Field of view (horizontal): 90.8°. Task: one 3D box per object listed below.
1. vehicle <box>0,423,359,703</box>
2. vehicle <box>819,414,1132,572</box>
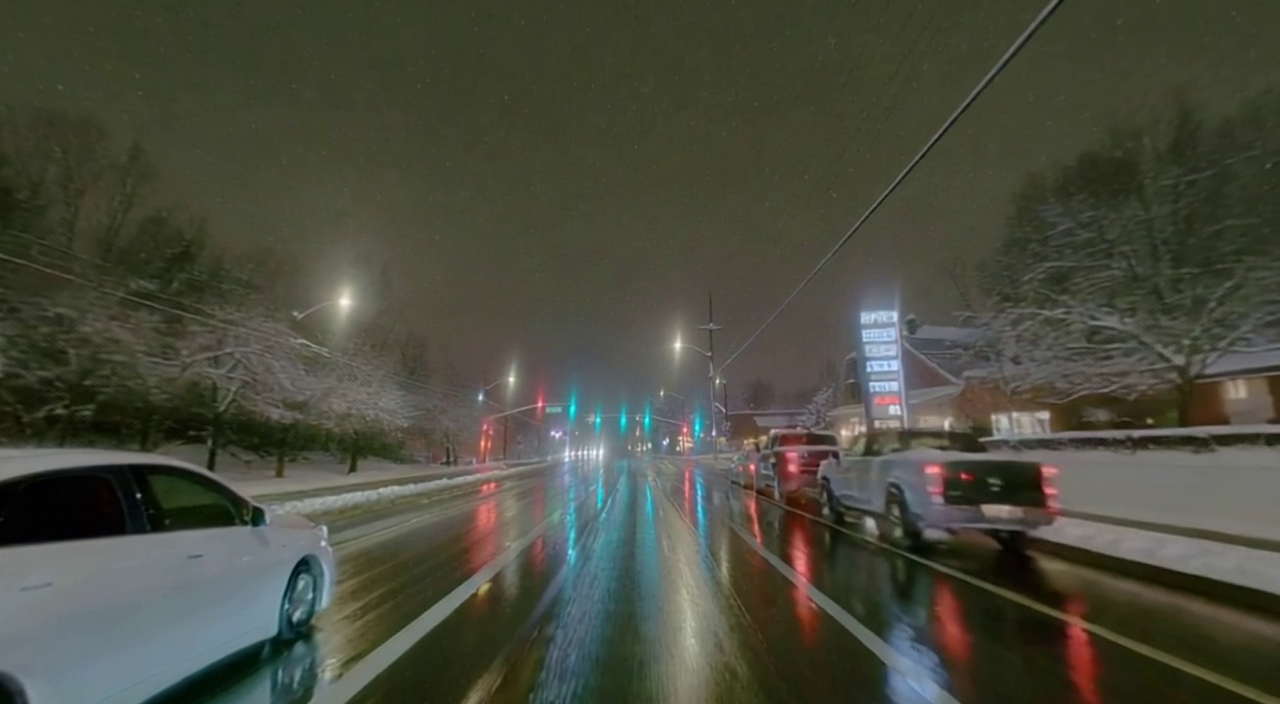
[{"bbox_3d":[-3.050,1.010,2.403,1.874,1.424,4.553,0,-9,0],"label":"vehicle"},{"bbox_3d":[4.350,1.902,9.316,2.032,1.703,4.650,0,-9,0],"label":"vehicle"}]
